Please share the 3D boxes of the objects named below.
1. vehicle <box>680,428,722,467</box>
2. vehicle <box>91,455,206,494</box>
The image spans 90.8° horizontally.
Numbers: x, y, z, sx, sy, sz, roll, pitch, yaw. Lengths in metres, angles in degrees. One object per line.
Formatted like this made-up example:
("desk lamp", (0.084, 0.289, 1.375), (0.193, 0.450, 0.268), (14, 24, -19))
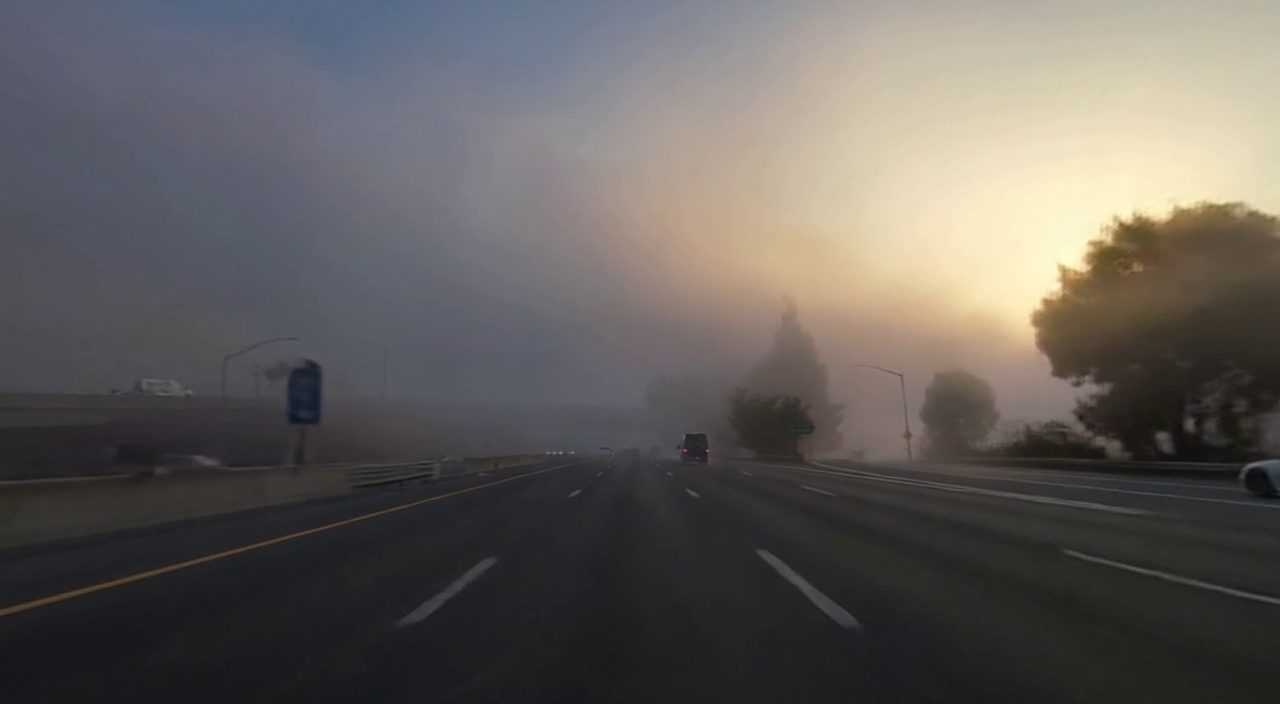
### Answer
("vehicle", (4.433, 7.084, 46.902), (2.576, 2.670, 5.494), (0, -9, 0))
("vehicle", (-23.167, 5.774, 30.029), (1.911, 1.641, 4.276), (0, -9, 1))
